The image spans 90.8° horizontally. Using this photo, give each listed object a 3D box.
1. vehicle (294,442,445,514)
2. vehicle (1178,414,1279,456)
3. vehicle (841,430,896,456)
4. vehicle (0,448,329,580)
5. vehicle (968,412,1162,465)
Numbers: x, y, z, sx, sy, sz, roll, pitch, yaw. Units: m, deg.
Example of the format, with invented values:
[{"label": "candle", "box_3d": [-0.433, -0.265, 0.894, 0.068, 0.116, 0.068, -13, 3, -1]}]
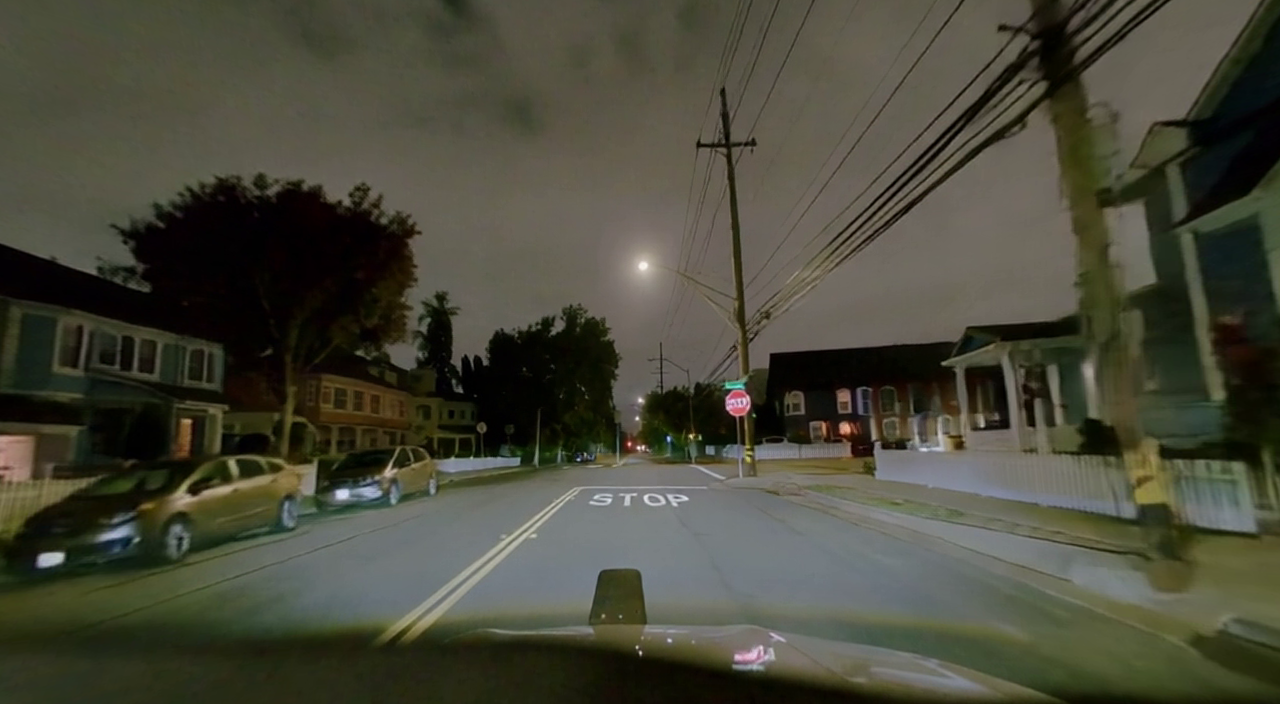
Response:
[{"label": "vehicle", "box_3d": [-6.735, 3.151, 16.312, 2.026, 1.560, 4.062, -1, -8, 1]}, {"label": "vehicle", "box_3d": [24.510, 3.349, 25.349, 4.031, 1.624, 1.896, 0, -8, -1]}, {"label": "vehicle", "box_3d": [15.706, 6.331, 43.679, 2.025, 1.689, 4.342, 0, -8, -2]}, {"label": "vehicle", "box_3d": [-6.867, 2.224, 9.590, 2.056, 1.481, 4.451, 0, -8, -1]}, {"label": "vehicle", "box_3d": [16.757, 3.458, 25.187, 6.022, 1.953, 2.250, 0, -8, 1]}]
